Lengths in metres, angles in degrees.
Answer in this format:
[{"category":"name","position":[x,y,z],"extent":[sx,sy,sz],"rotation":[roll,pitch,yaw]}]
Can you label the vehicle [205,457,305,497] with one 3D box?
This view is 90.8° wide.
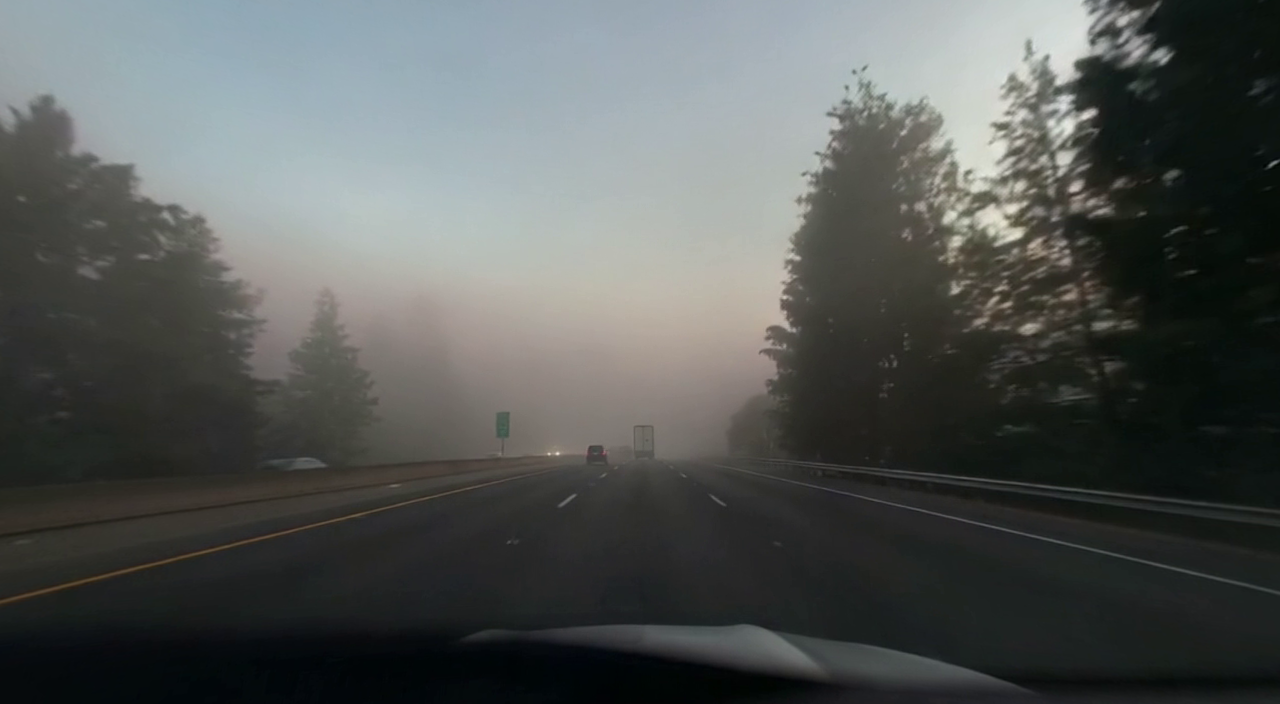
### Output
[{"category":"vehicle","position":[-15.832,5.130,26.194],"extent":[1.684,1.422,3.849],"rotation":[-1,-9,1]}]
